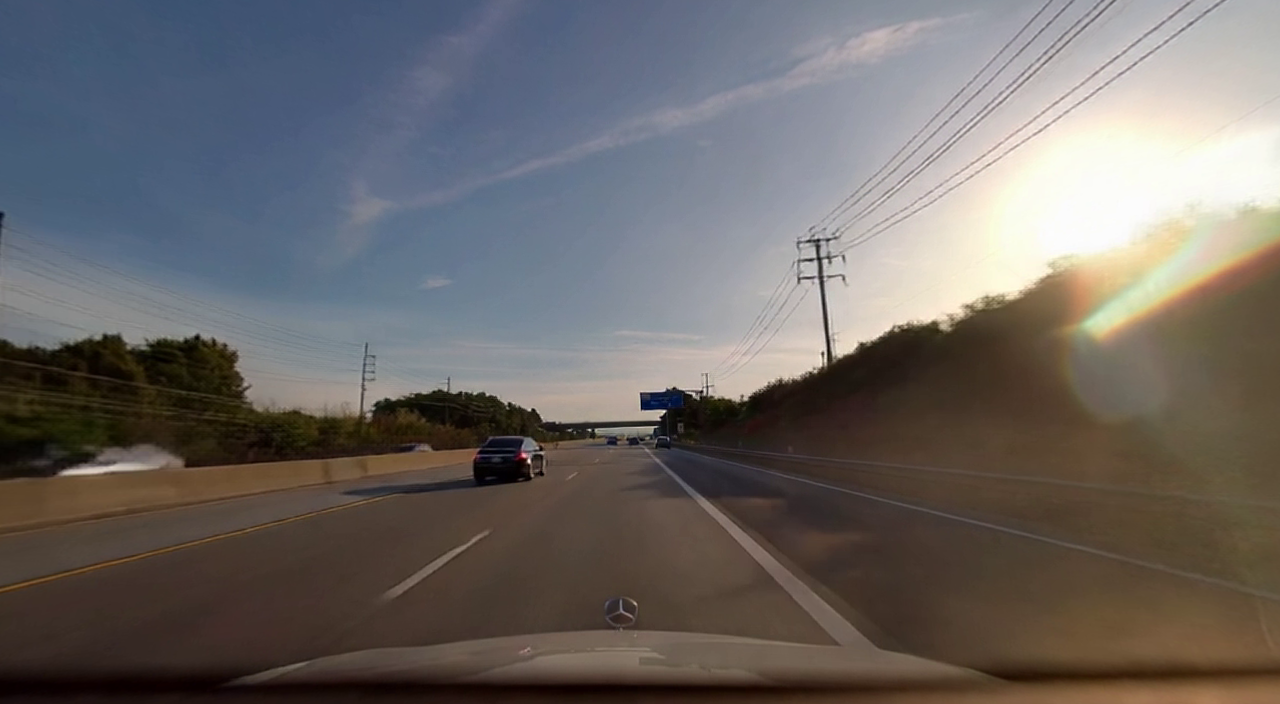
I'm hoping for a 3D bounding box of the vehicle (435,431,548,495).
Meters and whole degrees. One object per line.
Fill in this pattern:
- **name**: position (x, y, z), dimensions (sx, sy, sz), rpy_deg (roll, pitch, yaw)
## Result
- **vehicle**: position (-3.978, 3.061, 17.836), dimensions (2.016, 1.543, 4.870), rpy_deg (0, -8, 0)
